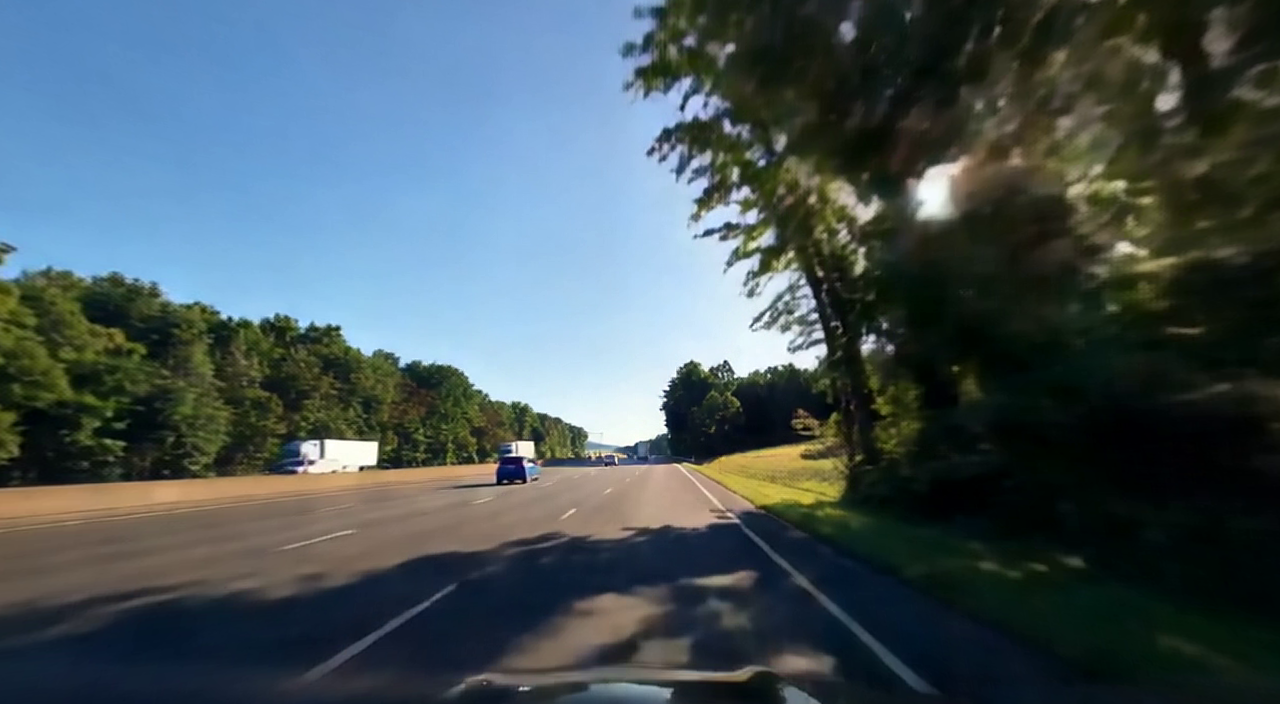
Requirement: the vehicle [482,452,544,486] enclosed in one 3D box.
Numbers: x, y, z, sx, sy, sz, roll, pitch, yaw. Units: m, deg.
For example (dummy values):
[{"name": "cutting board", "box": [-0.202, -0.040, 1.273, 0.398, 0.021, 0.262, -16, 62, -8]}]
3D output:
[{"name": "vehicle", "box": [-6.304, 5.863, 31.833, 1.996, 1.579, 4.439, -1, -9, 3]}]
